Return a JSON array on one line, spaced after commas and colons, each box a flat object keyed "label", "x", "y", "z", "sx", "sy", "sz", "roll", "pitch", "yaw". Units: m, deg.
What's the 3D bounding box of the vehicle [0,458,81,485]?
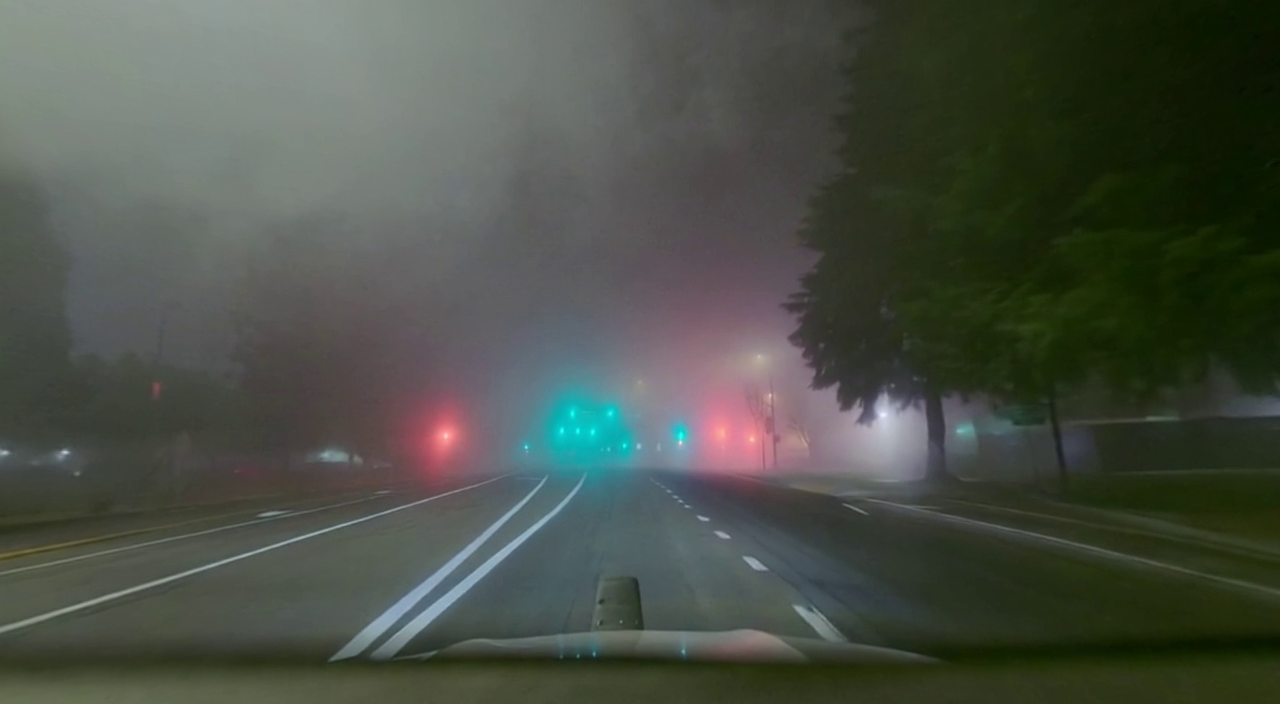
[{"label": "vehicle", "x": -40.550, "y": 7.949, "z": 42.106, "sx": 4.377, "sy": 1.654, "sz": 2.018, "roll": 3, "pitch": -9, "yaw": -18}]

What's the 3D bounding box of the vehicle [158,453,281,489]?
[{"label": "vehicle", "x": -24.613, "y": 6.990, "z": 37.195, "sx": 5.473, "sy": 1.957, "sz": 2.253, "roll": 1, "pitch": -8, "yaw": -7}]
